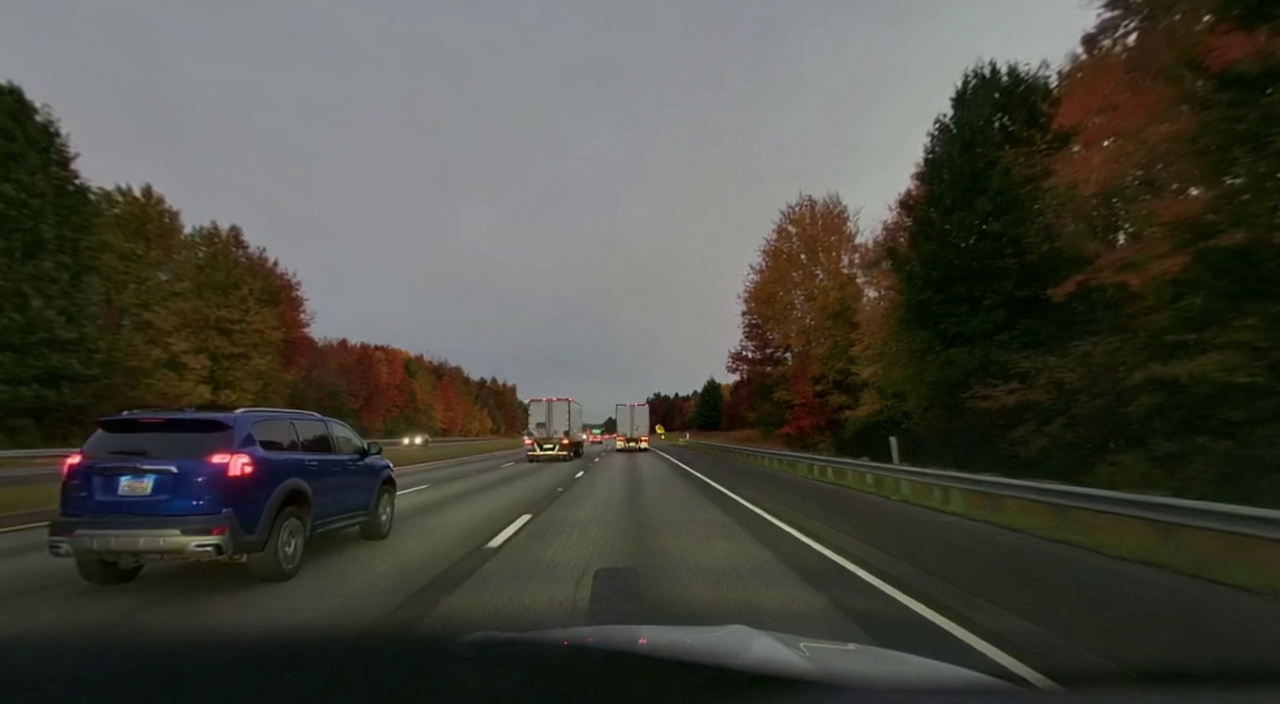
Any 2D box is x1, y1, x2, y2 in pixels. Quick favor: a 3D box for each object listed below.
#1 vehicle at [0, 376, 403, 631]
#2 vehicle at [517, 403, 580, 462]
[{"bbox_3d":[-4.354,1.290,6.434,2.089,1.669,4.515,0,-8,0],"label":"vehicle"},{"bbox_3d":[-4.548,4.157,32.347,2.383,2.726,5.677,0,-8,0],"label":"vehicle"}]
